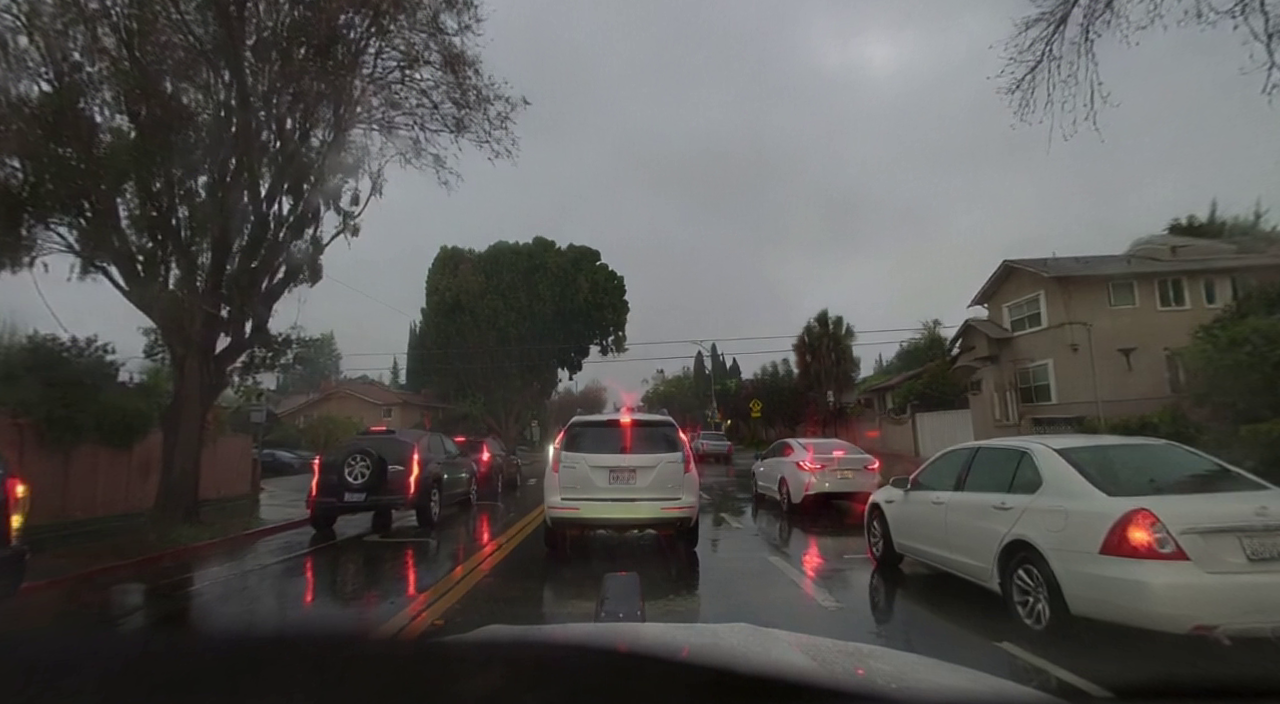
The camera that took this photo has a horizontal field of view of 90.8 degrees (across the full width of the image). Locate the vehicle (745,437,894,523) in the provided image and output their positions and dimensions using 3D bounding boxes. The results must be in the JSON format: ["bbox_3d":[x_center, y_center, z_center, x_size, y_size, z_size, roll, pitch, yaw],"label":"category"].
[{"bbox_3d":[3.465,2.528,13.048,1.880,1.476,3.932,0,-8,0],"label":"vehicle"}]

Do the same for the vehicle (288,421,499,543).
[{"bbox_3d":[-3.722,2.028,10.521,1.864,1.576,4.324,0,-8,-2],"label":"vehicle"}]

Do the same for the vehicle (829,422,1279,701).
[{"bbox_3d":[3.469,1.467,5.769,1.977,1.480,4.589,0,-8,-1],"label":"vehicle"}]

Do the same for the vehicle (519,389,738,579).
[{"bbox_3d":[-0.216,1.613,8.478,2.164,1.867,4.254,0,-8,-3],"label":"vehicle"}]
